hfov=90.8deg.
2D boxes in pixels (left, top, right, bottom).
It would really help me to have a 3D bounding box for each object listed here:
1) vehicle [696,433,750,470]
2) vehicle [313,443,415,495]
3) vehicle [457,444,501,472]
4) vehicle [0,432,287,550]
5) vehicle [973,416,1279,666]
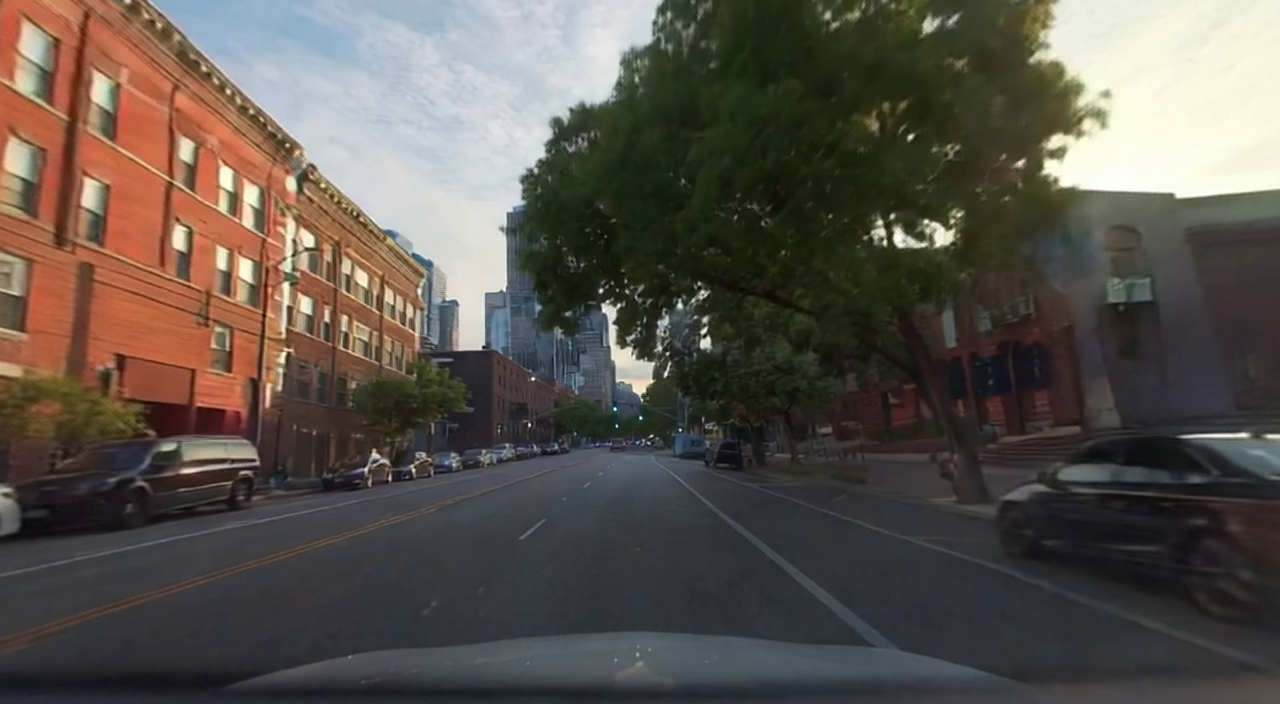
[{"bbox_3d":[4.575,5.577,35.582,2.237,1.908,5.320,0,-8,-1],"label":"vehicle"},{"bbox_3d":[-11.358,4.796,26.492,1.970,1.828,5.519,-3,-8,-2],"label":"vehicle"},{"bbox_3d":[-11.330,7.489,44.748,2.039,1.770,4.445,-3,-9,-1],"label":"vehicle"},{"bbox_3d":[-10.898,2.912,14.107,2.574,1.922,6.292,-4,-9,-1],"label":"vehicle"},{"bbox_3d":[4.911,1.345,5.148,1.929,1.522,4.543,0,-8,0],"label":"vehicle"}]
